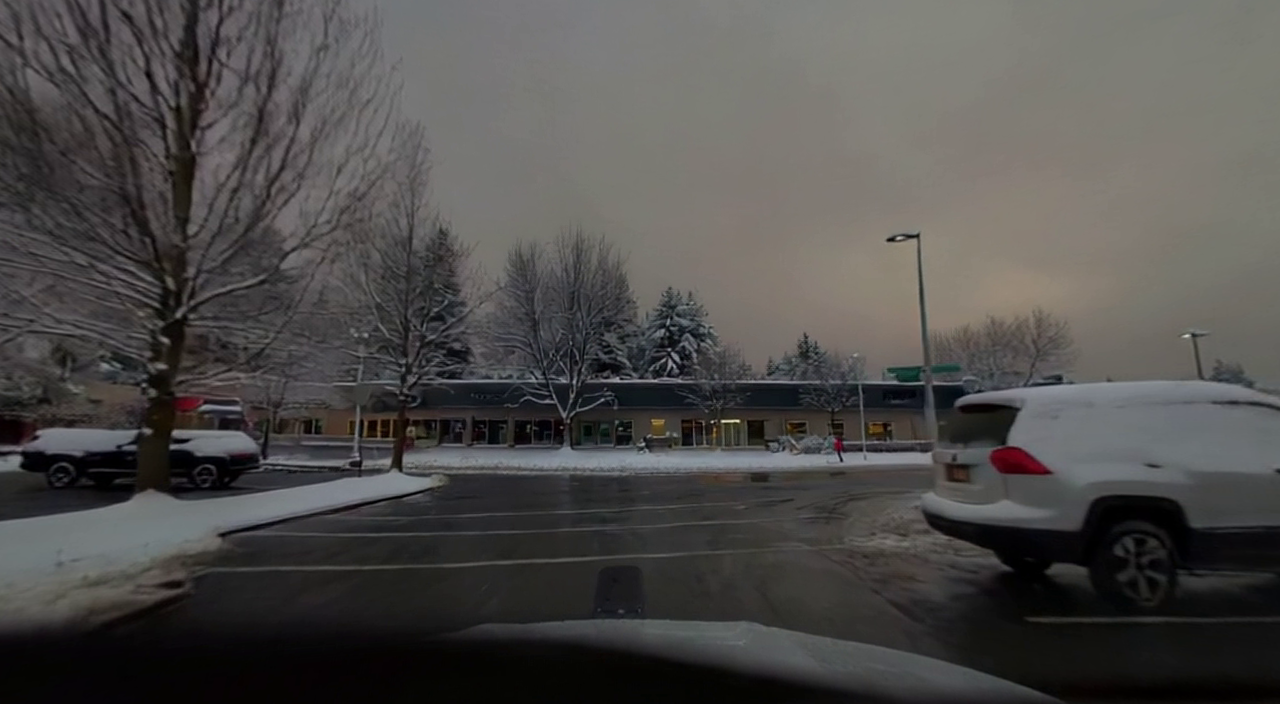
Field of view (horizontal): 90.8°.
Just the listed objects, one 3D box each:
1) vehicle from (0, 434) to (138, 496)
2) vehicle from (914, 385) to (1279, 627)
[{"bbox_3d":[-15.849,2.911,16.491,3.963,1.495,1.856,5,-10,-31],"label":"vehicle"},{"bbox_3d":[5.823,1.250,5.662,5.671,1.718,2.227,0,-8,2],"label":"vehicle"}]
